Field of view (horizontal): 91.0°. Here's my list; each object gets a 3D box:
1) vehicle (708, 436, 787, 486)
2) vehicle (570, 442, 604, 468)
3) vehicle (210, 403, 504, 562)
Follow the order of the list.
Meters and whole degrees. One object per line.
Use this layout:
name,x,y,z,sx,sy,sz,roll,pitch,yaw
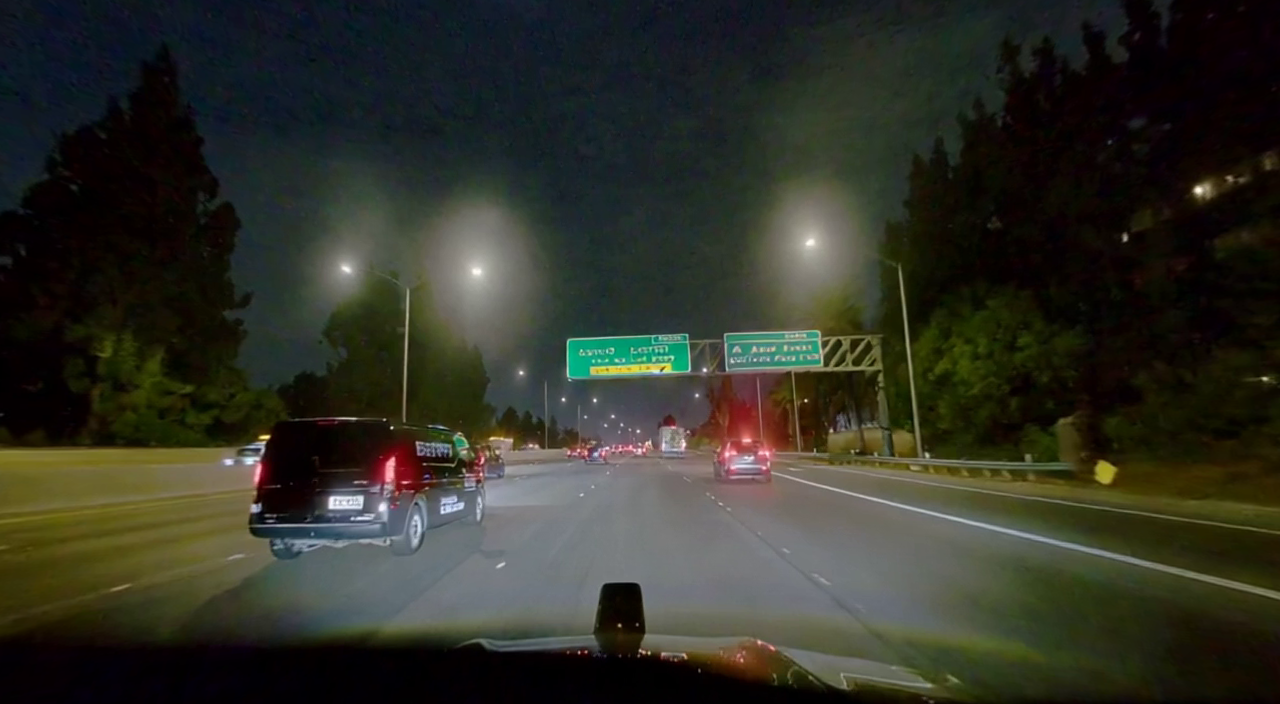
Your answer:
vehicle,3.894,4.041,23.694,2.124,1.674,4.494,0,-9,-1
vehicle,-3.666,7.211,44.170,2.017,1.683,4.094,0,-9,0
vehicle,-3.915,1.941,10.163,2.215,1.859,5.375,0,-9,0
